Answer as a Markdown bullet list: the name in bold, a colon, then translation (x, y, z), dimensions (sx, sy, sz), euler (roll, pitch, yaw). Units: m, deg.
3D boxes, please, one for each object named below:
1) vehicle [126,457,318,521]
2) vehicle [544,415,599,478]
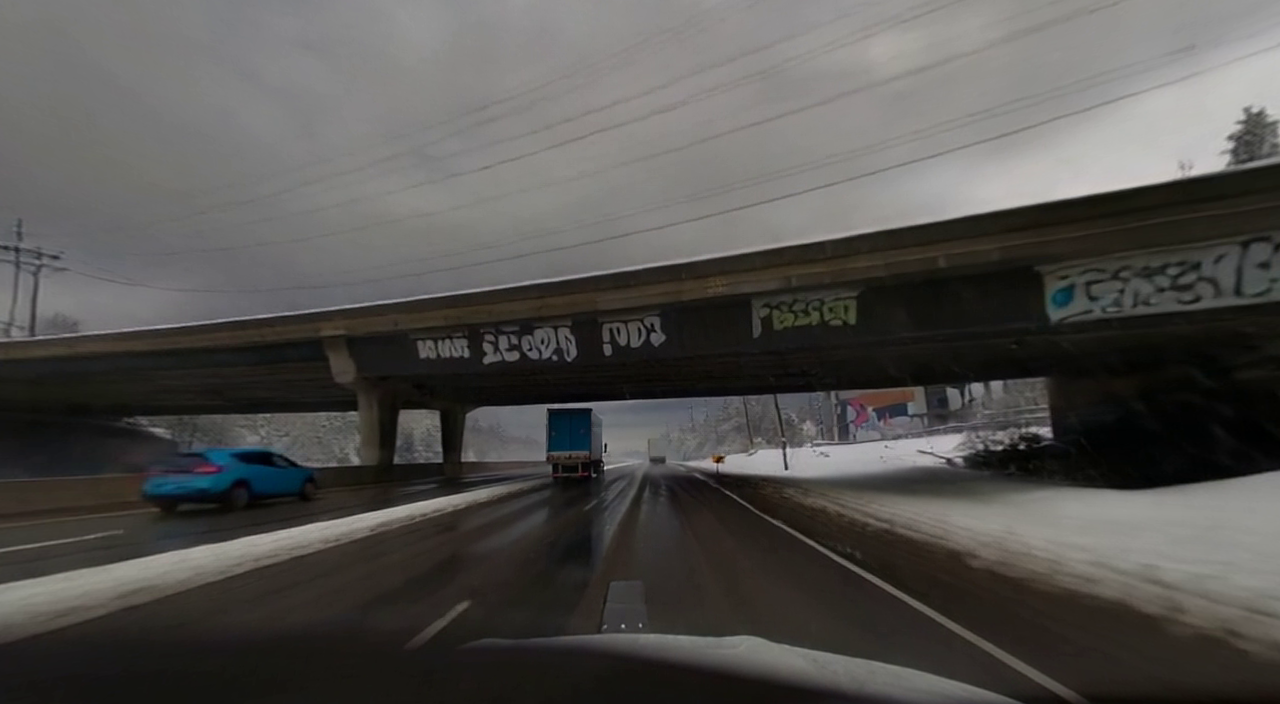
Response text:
- **vehicle**: translation (-10.580, 3.463, 16.451), dimensions (1.940, 1.381, 4.348), euler (0, -9, 1)
- **vehicle**: translation (-4.706, 6.767, 45.178), dimensions (2.955, 4.022, 8.842), euler (0, -9, 0)
